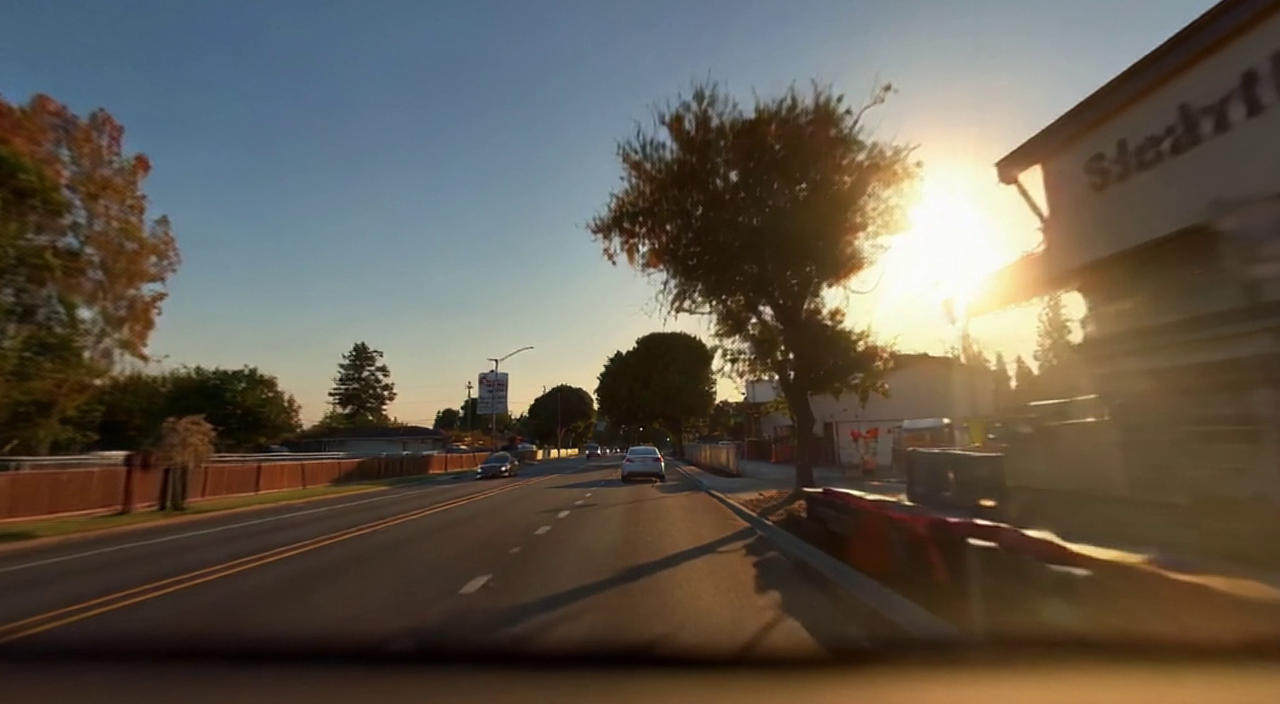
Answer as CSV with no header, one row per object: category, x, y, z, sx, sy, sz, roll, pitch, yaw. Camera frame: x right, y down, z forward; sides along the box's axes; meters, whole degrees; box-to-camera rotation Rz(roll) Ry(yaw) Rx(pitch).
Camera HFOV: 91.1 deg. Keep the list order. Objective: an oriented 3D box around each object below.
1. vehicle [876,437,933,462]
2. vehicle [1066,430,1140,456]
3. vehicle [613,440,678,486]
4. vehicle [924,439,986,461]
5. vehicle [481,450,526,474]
vehicle,19.008,7.017,45.375,2.039,1.705,4.666,0,-9,0
vehicle,33.292,6.584,45.322,2.008,1.725,4.695,-1,-9,4
vehicle,0.170,3.974,22.771,2.144,1.514,4.063,0,-9,0
vehicle,21.912,6.849,43.875,1.934,1.457,4.134,0,-9,-5
vehicle,-9.167,7.425,42.540,1.956,1.527,4.365,0,-9,1
